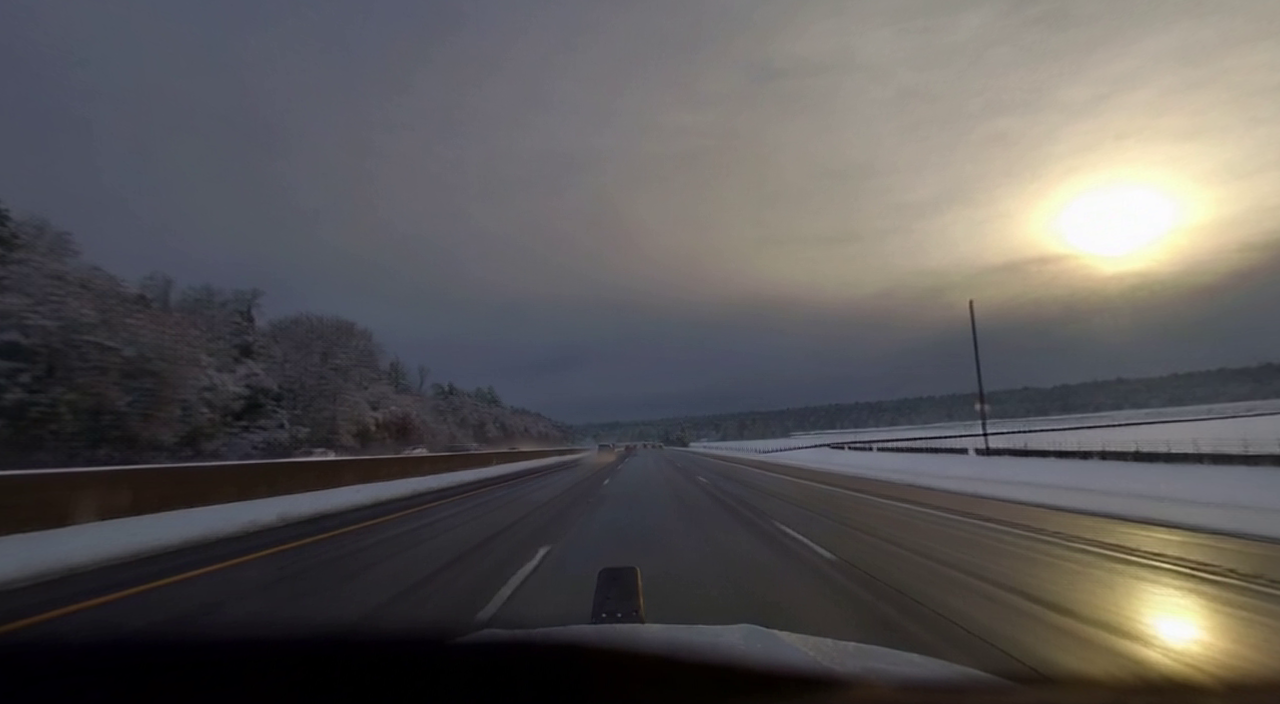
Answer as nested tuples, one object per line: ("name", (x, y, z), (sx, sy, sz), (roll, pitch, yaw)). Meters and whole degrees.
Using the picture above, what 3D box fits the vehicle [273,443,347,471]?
("vehicle", (-24.643, 7.840, 47.357), (2.255, 1.945, 5.875), (0, -9, 1))
